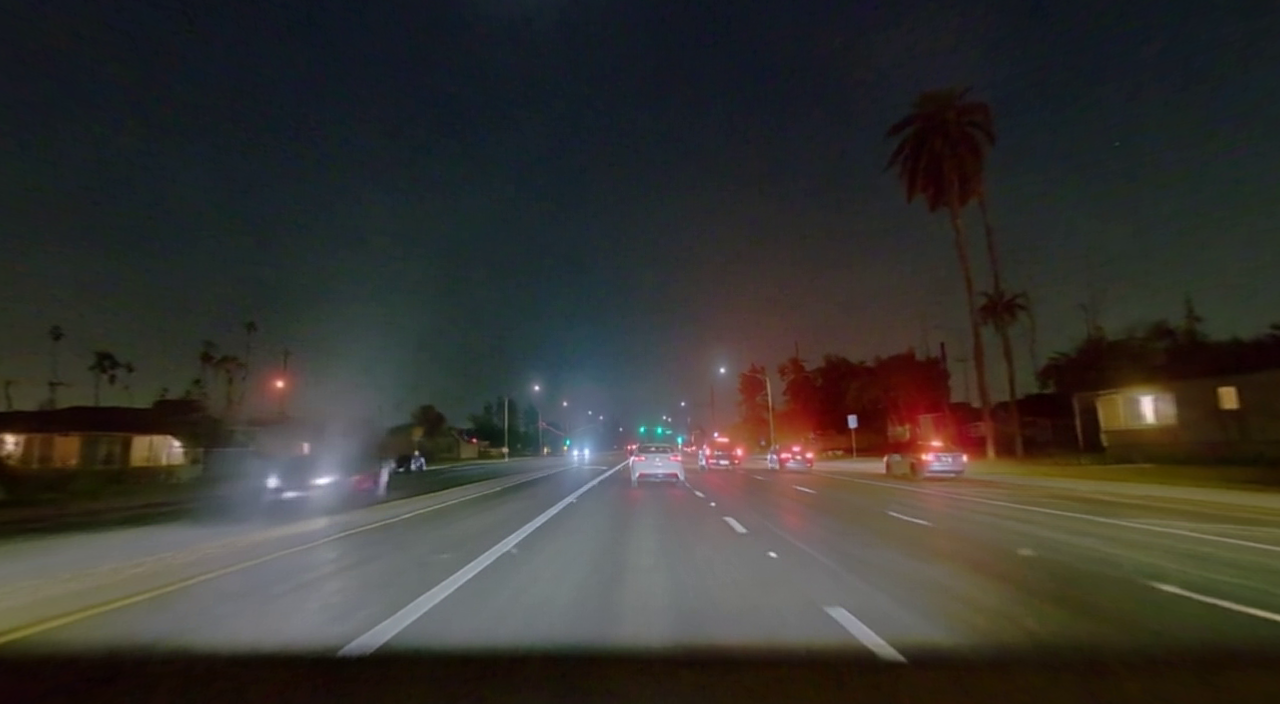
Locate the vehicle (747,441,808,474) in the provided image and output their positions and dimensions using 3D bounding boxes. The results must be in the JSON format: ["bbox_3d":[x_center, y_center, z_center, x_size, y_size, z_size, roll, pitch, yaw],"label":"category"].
[{"bbox_3d":[6.522,5.035,30.354,1.897,1.477,4.360,0,-8,0],"label":"vehicle"}]

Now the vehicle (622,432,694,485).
[{"bbox_3d":[0.549,3.699,22.160,2.289,1.679,4.180,0,-8,-1],"label":"vehicle"}]

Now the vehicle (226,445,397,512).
[{"bbox_3d":[-8.350,3.215,16.624,1.951,1.499,4.710,0,-8,0],"label":"vehicle"}]
